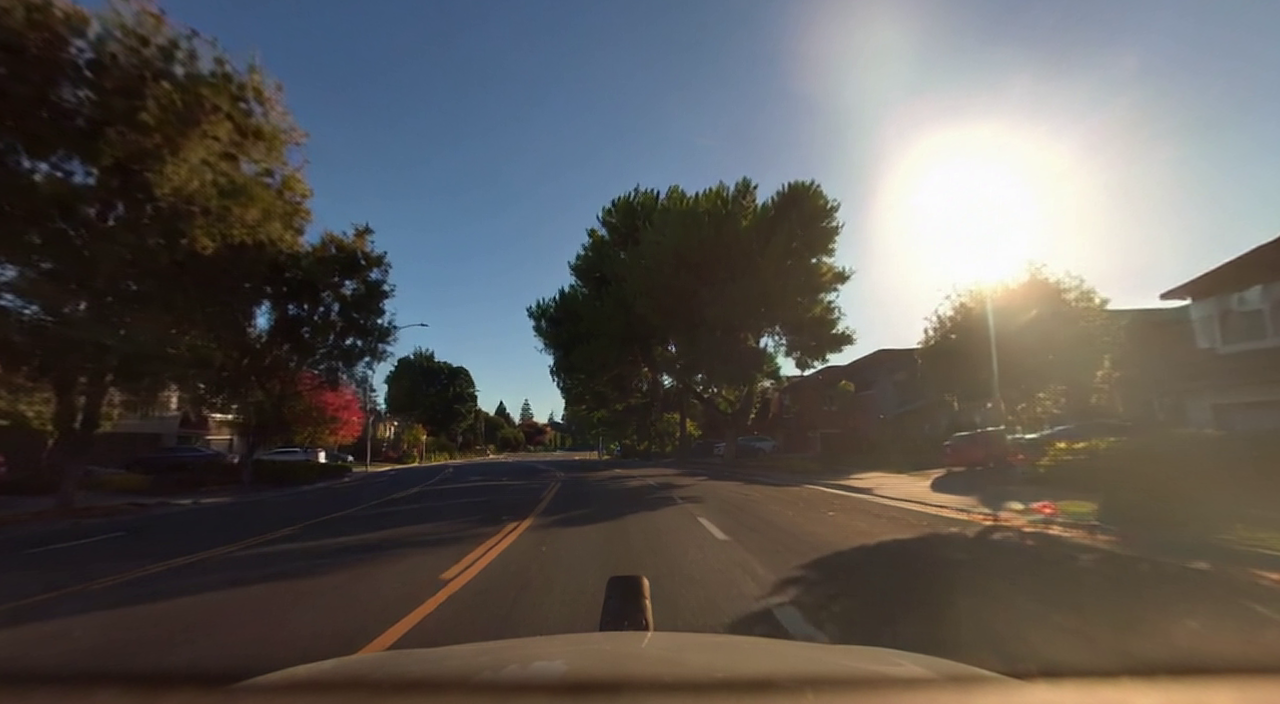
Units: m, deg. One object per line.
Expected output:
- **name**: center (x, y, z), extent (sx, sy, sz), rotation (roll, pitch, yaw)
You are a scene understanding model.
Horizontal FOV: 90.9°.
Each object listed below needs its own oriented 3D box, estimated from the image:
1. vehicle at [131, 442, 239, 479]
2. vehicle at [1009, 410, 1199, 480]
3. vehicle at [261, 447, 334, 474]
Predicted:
- **vehicle**: center (-24.208, 5.755, 33.681), extent (4.128, 1.861, 1.959), rotation (2, -9, -14)
- **vehicle**: center (14.395, 2.906, 19.795), extent (4.350, 2.047, 1.841), rotation (-1, -8, 2)
- **vehicle**: center (-23.622, 7.467, 43.599), extent (3.899, 1.729, 2.064), rotation (1, -9, -12)
